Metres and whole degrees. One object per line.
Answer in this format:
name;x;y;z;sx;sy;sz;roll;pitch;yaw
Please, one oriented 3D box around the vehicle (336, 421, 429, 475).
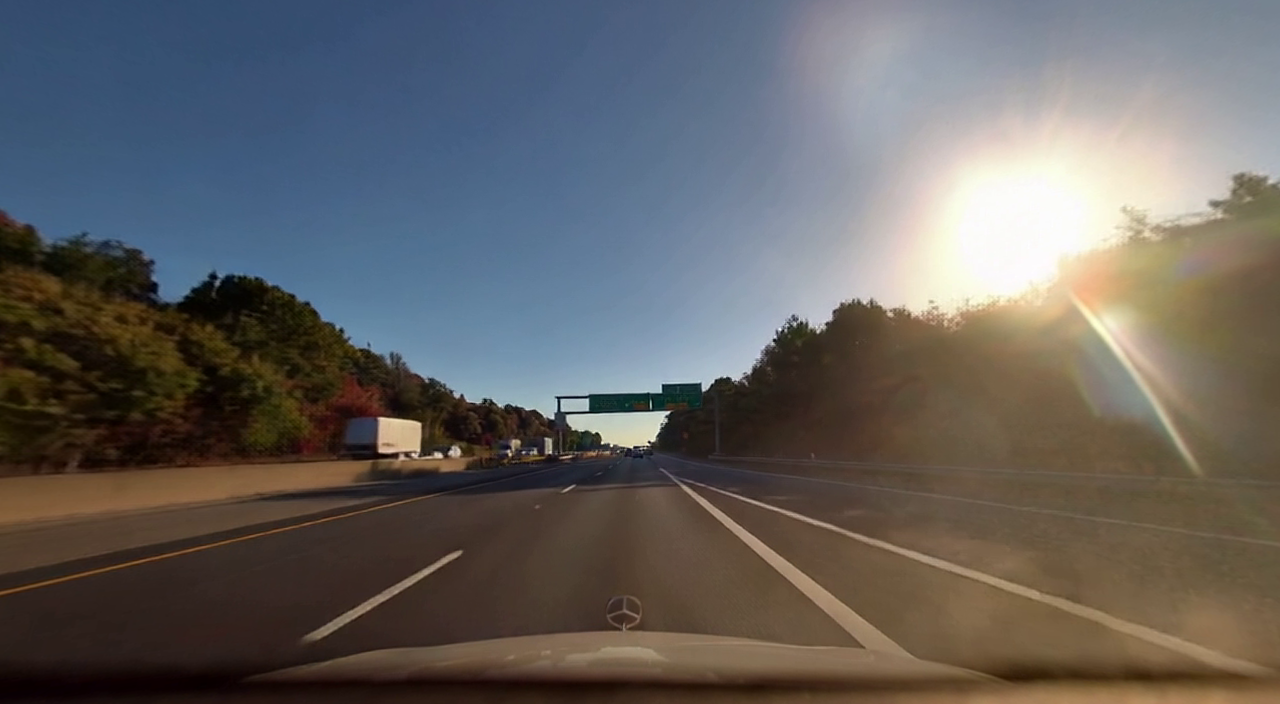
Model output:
vehicle;-19.644;7.474;49.038;3.133;3.697;10.453;0;-9;-2
